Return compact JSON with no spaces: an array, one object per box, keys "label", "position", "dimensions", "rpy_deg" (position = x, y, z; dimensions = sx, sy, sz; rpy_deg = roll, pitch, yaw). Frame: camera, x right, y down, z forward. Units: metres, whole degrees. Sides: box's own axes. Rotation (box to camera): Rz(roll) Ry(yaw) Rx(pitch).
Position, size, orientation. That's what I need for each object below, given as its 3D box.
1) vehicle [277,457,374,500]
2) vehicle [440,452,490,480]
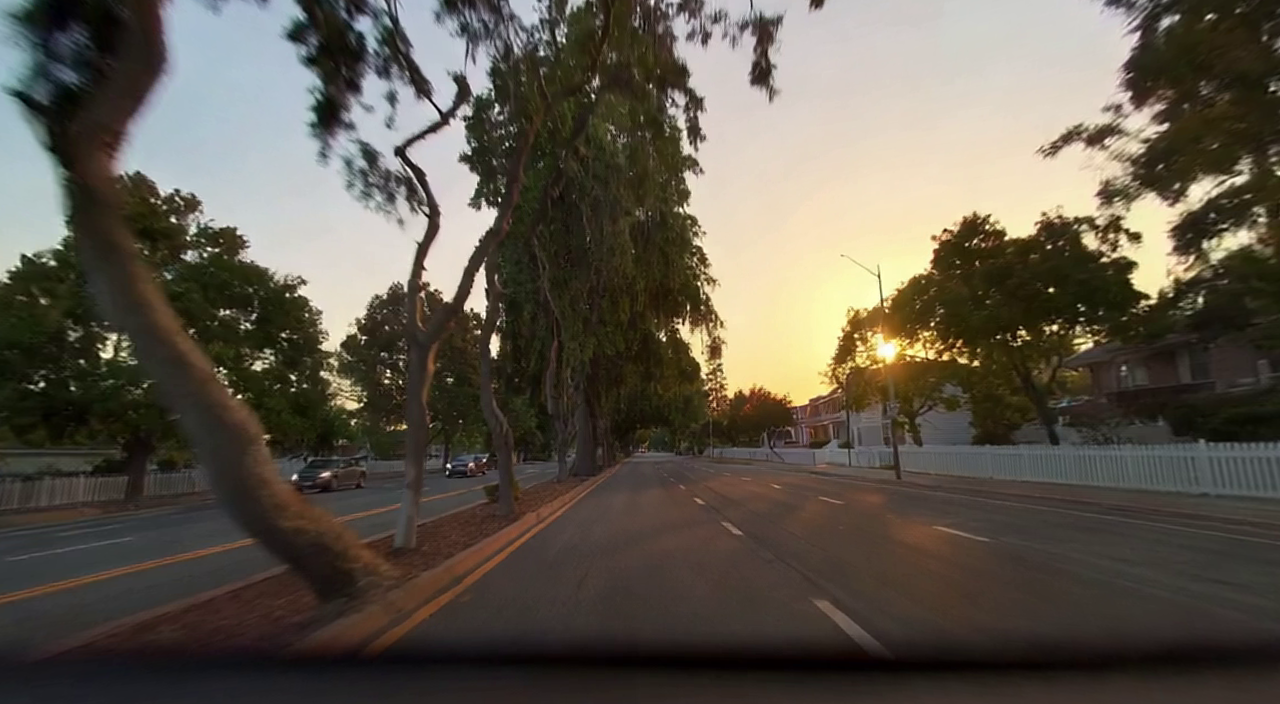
[{"label":"vehicle","position":[-14.246,5.715,28.981],"dimensions":[2.012,1.653,4.706],"rpy_deg":[0,-8,0]},{"label":"vehicle","position":[-10.811,7.052,39.324],"dimensions":[2.011,1.553,4.390],"rpy_deg":[0,-8,-2]}]
